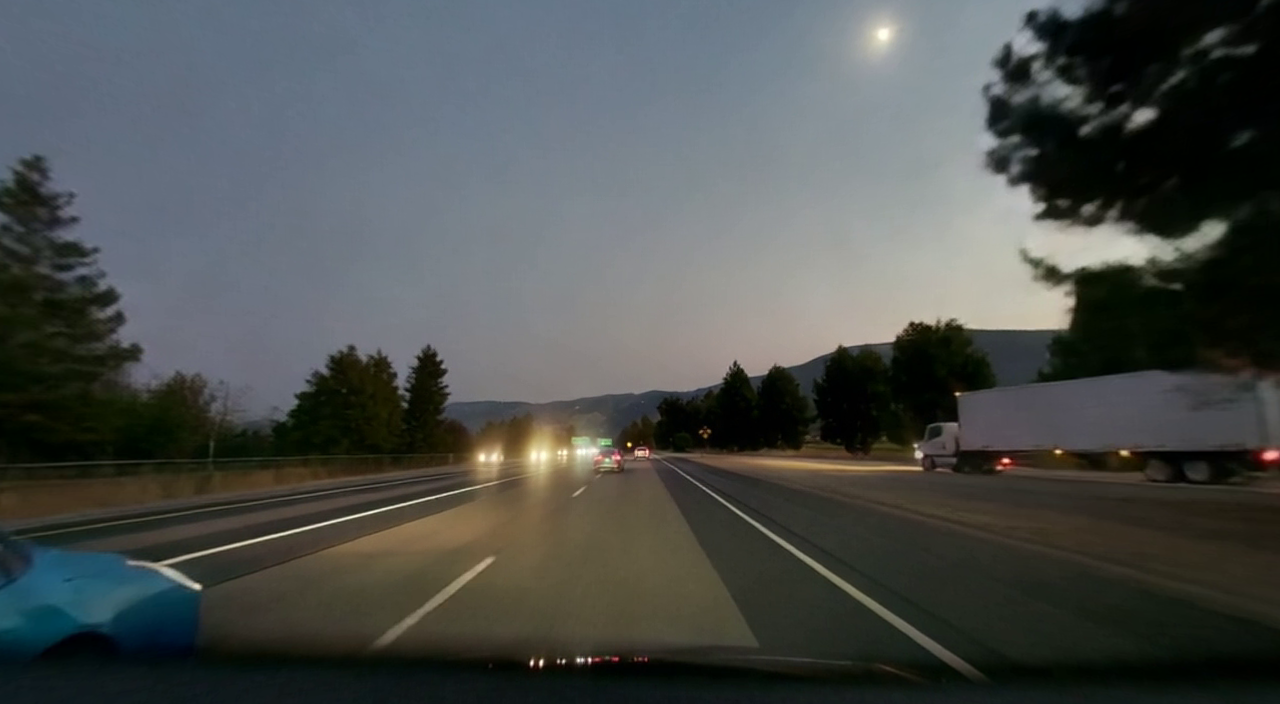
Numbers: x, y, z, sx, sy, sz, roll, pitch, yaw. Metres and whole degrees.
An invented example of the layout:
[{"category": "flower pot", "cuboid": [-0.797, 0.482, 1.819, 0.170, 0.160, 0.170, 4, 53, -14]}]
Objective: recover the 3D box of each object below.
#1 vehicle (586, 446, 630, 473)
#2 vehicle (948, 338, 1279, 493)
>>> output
[{"category": "vehicle", "cuboid": [-1.748, 6.110, 36.149, 2.170, 1.451, 4.584, 0, -8, 1]}, {"category": "vehicle", "cuboid": [17.667, 2.581, 22.982, 2.859, 4.163, 14.784, 0, -9, -12]}]
